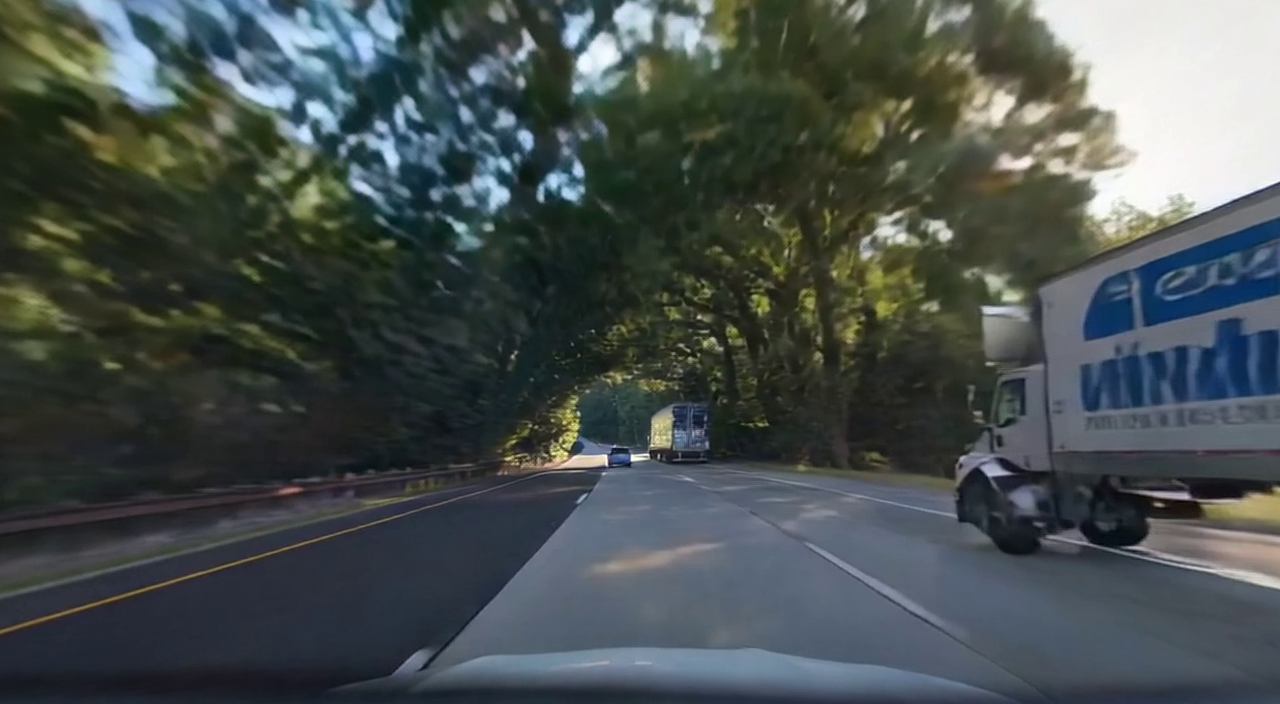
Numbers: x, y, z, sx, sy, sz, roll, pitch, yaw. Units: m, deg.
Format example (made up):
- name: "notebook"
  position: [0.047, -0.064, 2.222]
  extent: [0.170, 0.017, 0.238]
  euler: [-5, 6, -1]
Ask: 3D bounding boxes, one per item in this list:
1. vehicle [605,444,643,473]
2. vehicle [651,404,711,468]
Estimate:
- name: "vehicle"
  position: [-0.867, 5.663, 33.631]
  extent: [1.913, 1.460, 3.610]
  euler: [0, -9, -2]
- name: "vehicle"
  position: [2.719, 6.360, 46.772]
  extent: [2.951, 4.012, 14.203]
  euler: [0, -9, -2]
